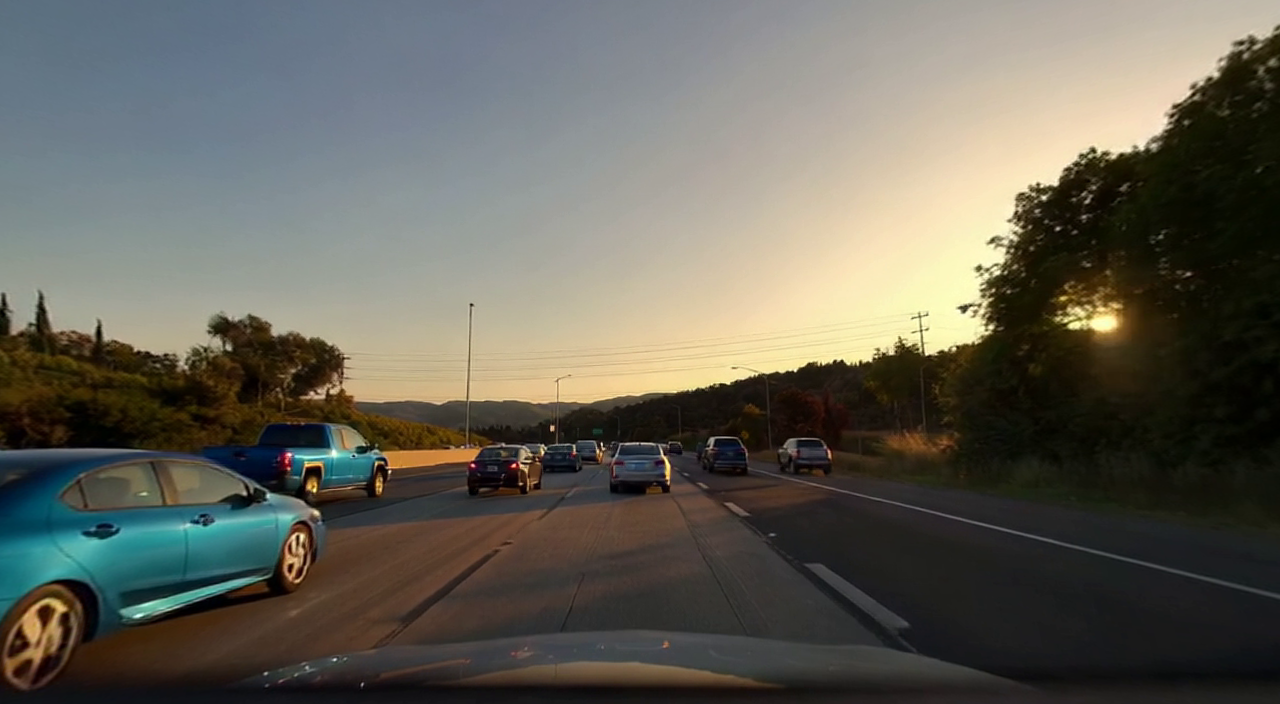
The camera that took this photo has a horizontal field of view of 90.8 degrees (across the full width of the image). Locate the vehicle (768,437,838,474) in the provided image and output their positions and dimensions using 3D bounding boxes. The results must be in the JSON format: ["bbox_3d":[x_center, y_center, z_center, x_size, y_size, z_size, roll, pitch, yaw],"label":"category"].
[{"bbox_3d":[7.815,4.997,30.823,1.969,1.608,4.865,0,-8,-1],"label":"vehicle"}]

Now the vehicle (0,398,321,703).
[{"bbox_3d":[-3.696,0.981,2.933,1.955,1.481,4.604,0,-8,1],"label":"vehicle"}]

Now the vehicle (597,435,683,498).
[{"bbox_3d":[-0.027,3.126,17.708,2.102,1.499,4.439,0,-8,-1],"label":"vehicle"}]

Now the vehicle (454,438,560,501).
[{"bbox_3d":[-3.362,3.035,16.796,1.899,1.437,4.131,0,-8,0],"label":"vehicle"}]

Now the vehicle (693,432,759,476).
[{"bbox_3d":[3.786,4.599,28.849,2.113,1.800,5.376,0,-8,-2],"label":"vehicle"}]
